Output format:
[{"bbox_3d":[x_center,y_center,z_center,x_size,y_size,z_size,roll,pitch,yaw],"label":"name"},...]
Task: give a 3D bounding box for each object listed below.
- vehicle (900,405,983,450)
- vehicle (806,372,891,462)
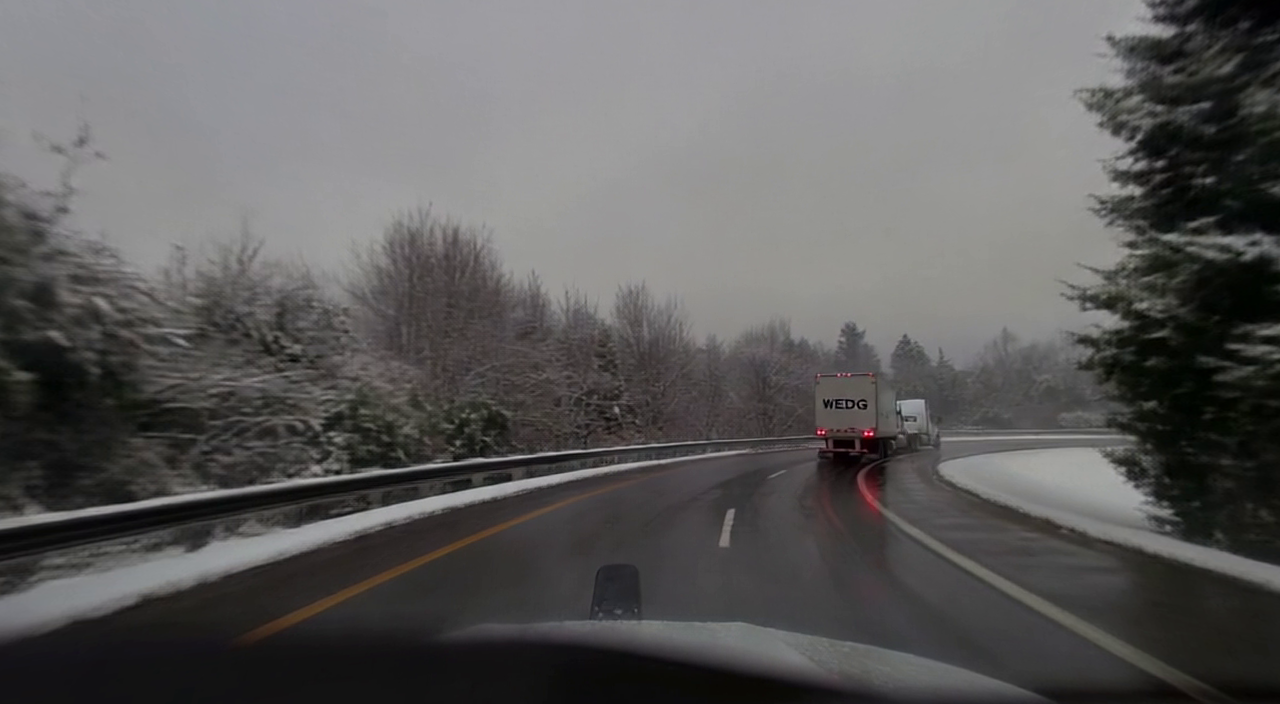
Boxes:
[{"bbox_3d":[18.451,4.653,38.312,6.650,2.524,2.120,7,-10,-42],"label":"vehicle"},{"bbox_3d":[9.510,3.008,28.583,2.963,3.771,3.137,-4,-9,29],"label":"vehicle"}]
